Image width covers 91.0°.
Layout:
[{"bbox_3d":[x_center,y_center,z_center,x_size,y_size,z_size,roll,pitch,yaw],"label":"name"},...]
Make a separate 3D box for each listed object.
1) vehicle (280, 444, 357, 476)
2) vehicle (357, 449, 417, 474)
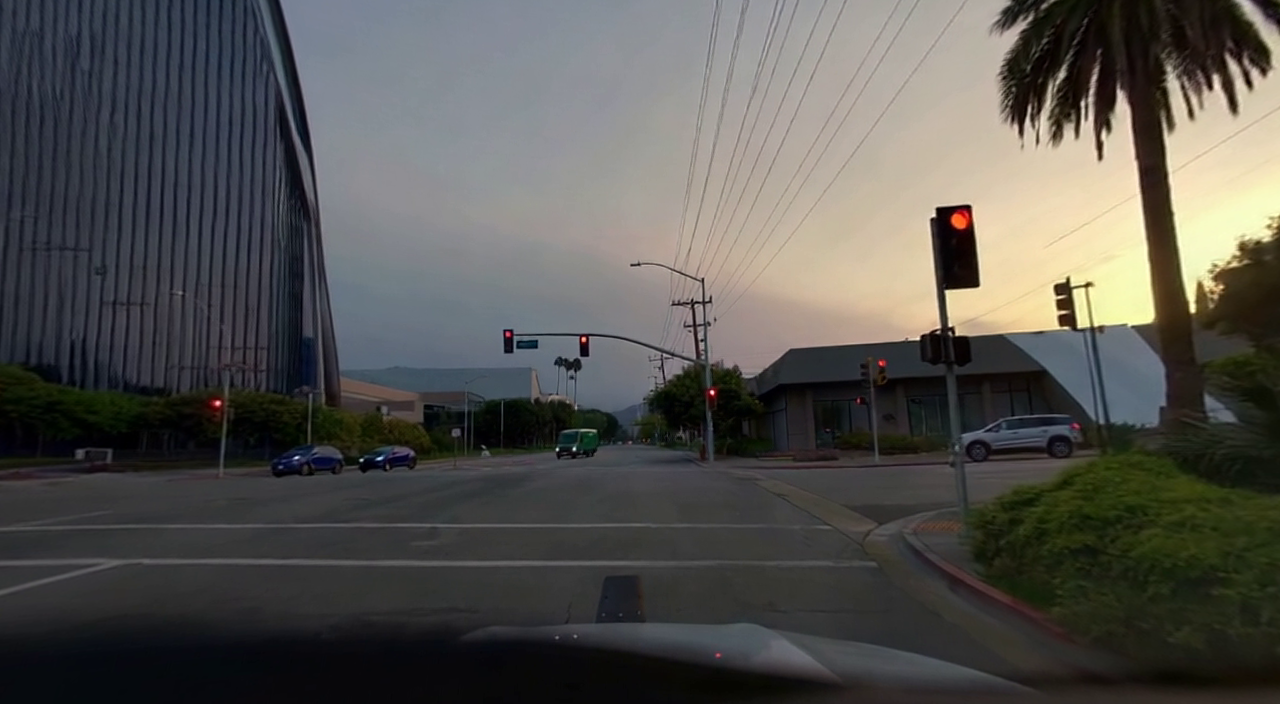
[{"bbox_3d":[-19.042,6.415,37.567,2.017,1.739,4.569,0,-9,2],"label":"vehicle"},{"bbox_3d":[-15.252,6.583,38.151,1.875,1.389,3.784,0,-9,3],"label":"vehicle"}]
